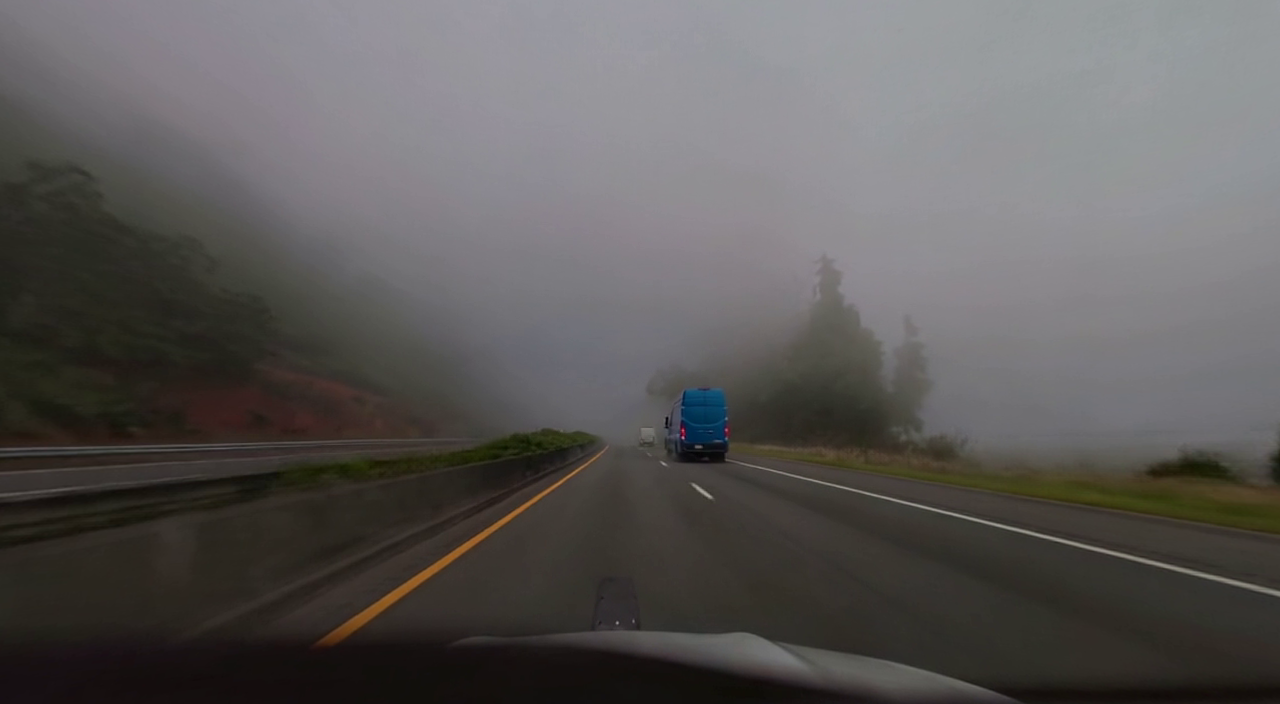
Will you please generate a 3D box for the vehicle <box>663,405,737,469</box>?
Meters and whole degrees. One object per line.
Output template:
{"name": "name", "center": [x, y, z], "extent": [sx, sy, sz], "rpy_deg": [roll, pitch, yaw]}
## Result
{"name": "vehicle", "center": [2.553, 3.872, 28.753], "extent": [2.570, 2.596, 6.082], "rpy_deg": [0, -8, -2]}
